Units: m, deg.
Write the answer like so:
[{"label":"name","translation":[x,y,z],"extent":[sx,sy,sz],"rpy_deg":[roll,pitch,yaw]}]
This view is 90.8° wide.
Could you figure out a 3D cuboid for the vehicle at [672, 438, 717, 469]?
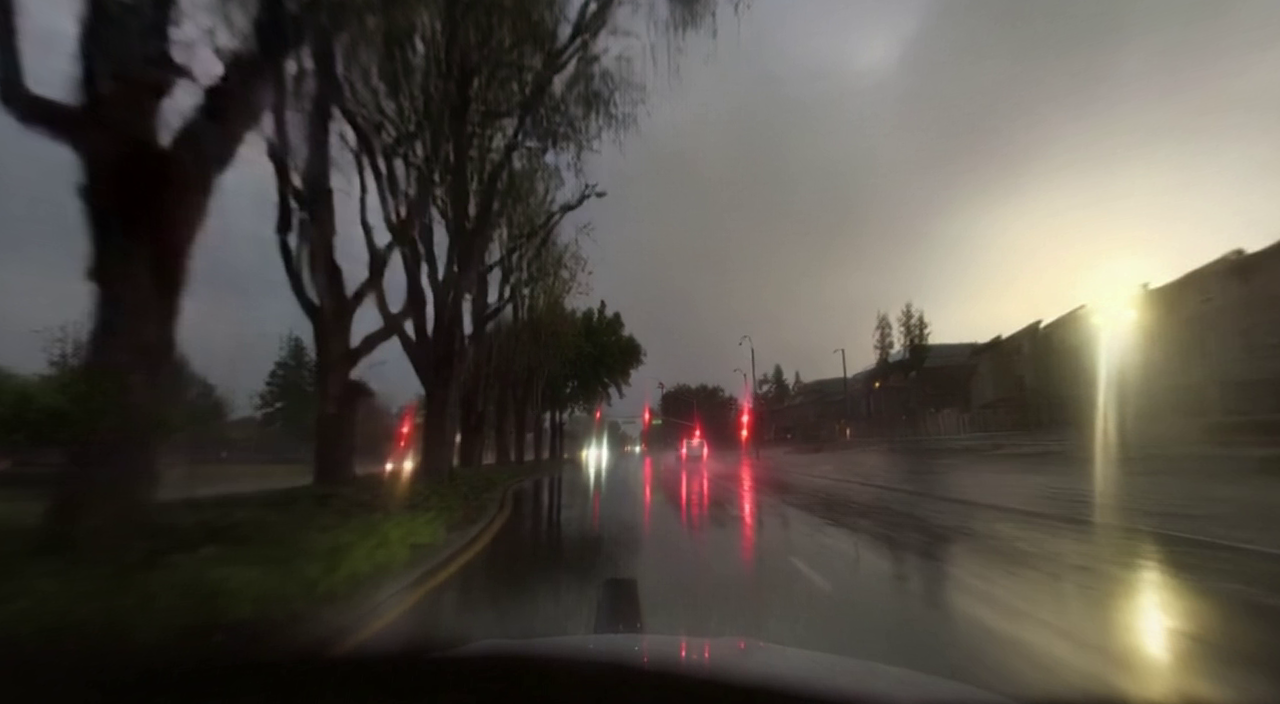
[{"label":"vehicle","translation":[3.405,6.468,40.420],"extent":[2.229,1.795,4.927],"rpy_deg":[0,-9,-2]}]
